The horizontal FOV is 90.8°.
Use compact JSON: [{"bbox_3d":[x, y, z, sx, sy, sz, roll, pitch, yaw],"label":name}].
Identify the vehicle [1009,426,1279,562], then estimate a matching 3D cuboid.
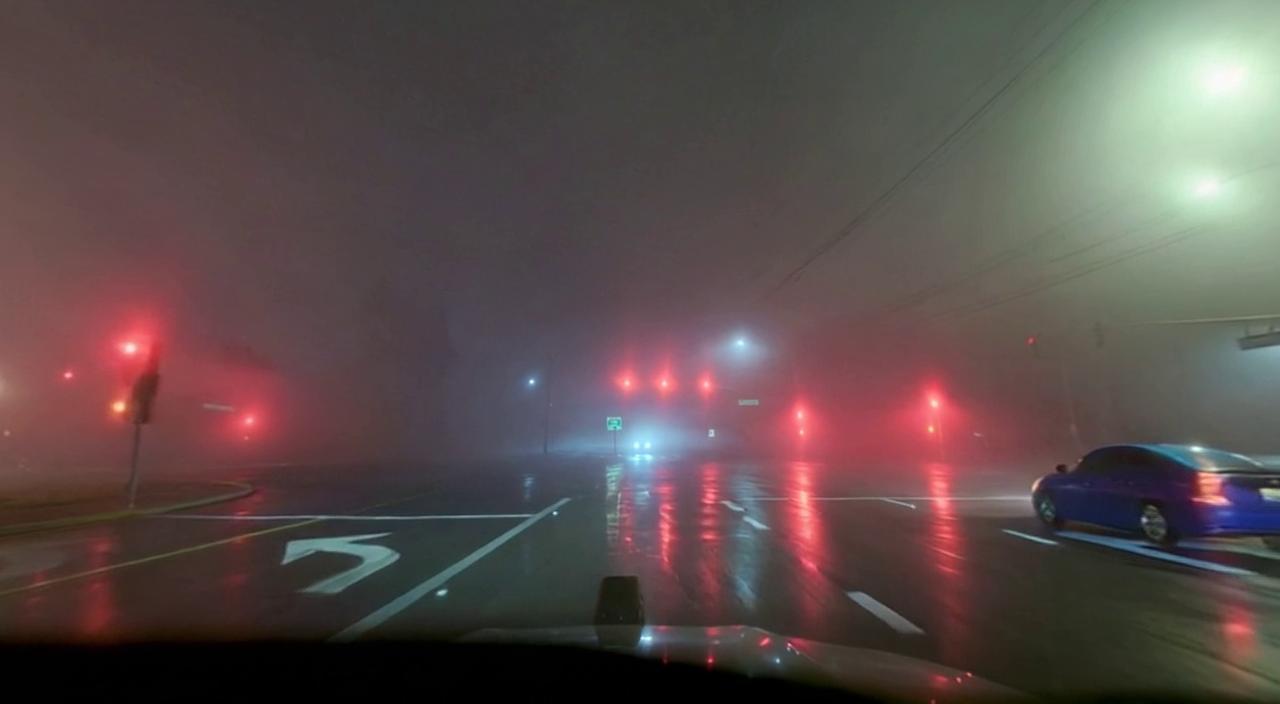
[{"bbox_3d":[7.375,1.910,9.150,1.797,1.544,3.685,0,-9,0],"label":"vehicle"}]
